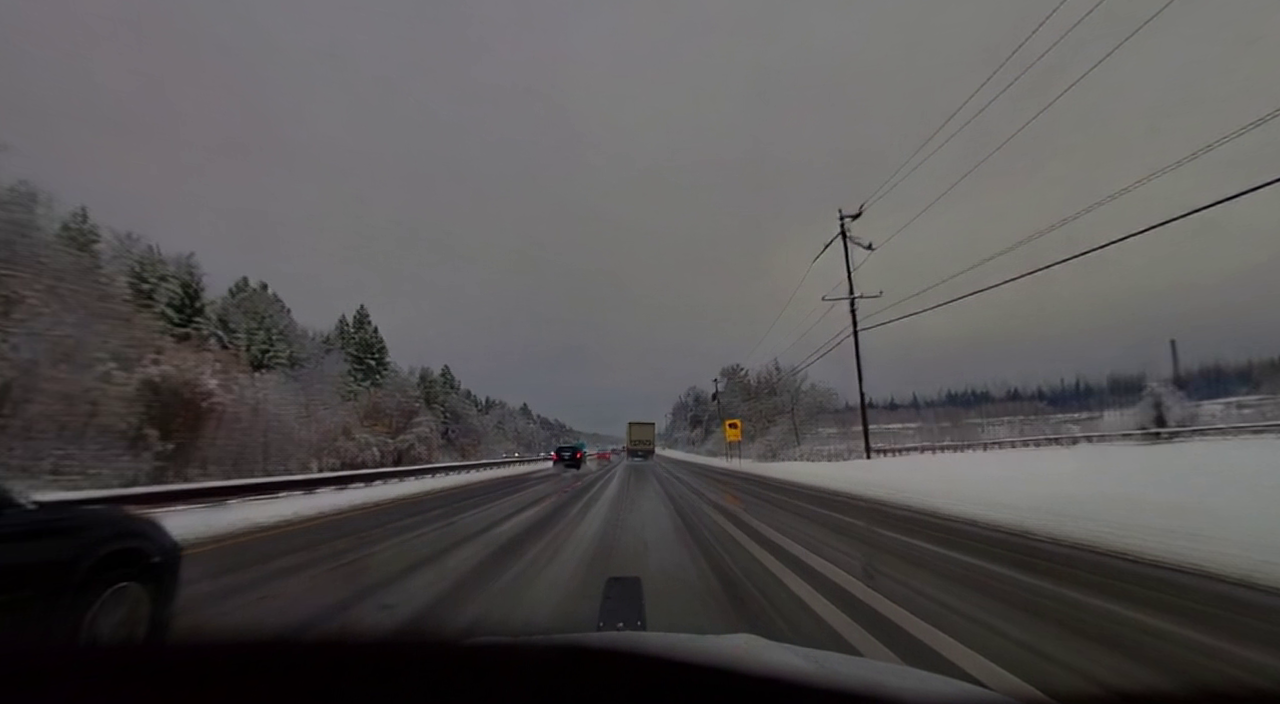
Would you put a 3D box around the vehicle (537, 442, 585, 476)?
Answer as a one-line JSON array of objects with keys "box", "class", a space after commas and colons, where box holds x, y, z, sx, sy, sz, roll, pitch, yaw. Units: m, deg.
[{"box": [-4.258, 5.836, 34.722, 2.111, 1.735, 4.066, 0, -9, 0], "class": "vehicle"}]

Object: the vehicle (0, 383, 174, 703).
[{"box": [-3.903, 0.763, 1.283, 2.049, 1.697, 4.998, 0, -9, 0], "class": "vehicle"}]
